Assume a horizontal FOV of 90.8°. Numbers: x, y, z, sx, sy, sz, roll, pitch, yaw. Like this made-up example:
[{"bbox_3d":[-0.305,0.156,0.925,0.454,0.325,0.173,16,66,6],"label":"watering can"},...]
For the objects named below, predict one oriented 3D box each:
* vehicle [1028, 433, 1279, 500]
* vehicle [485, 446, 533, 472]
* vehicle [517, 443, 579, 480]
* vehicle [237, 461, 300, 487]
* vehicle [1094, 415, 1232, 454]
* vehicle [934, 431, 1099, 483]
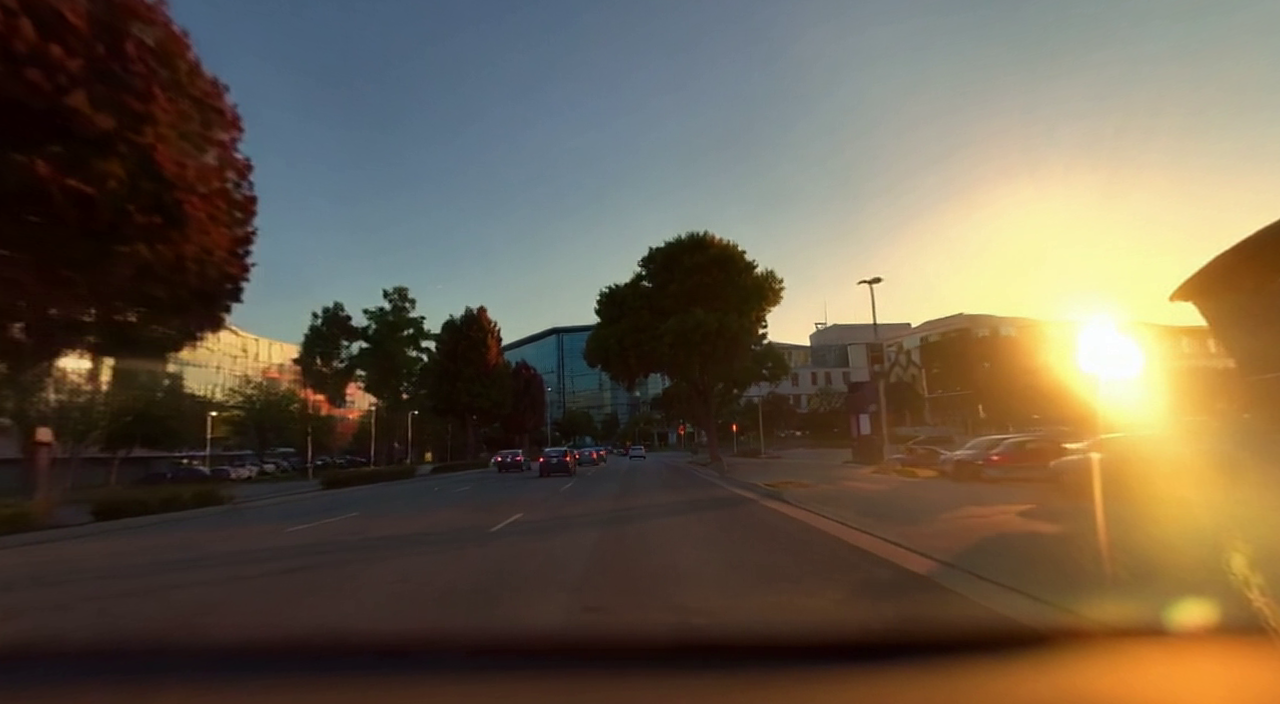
[{"bbox_3d":[12.948,2.866,16.043,4.790,1.439,2.034,-2,-8,1],"label":"vehicle"},{"bbox_3d":[-8.228,6.748,40.111,1.976,1.497,4.709,0,-8,1],"label":"vehicle"},{"bbox_3d":[-4.001,4.847,28.221,2.011,1.483,4.596,-1,-8,1],"label":"vehicle"},{"bbox_3d":[-27.003,8.854,46.062,1.758,1.566,4.531,-4,-9,1],"label":"vehicle"},{"bbox_3d":[25.466,4.045,30.878,4.939,1.818,1.989,0,-8,-1],"label":"vehicle"},{"bbox_3d":[12.789,3.601,21.696,4.313,1.596,2.028,-1,-9,0],"label":"vehicle"}]
